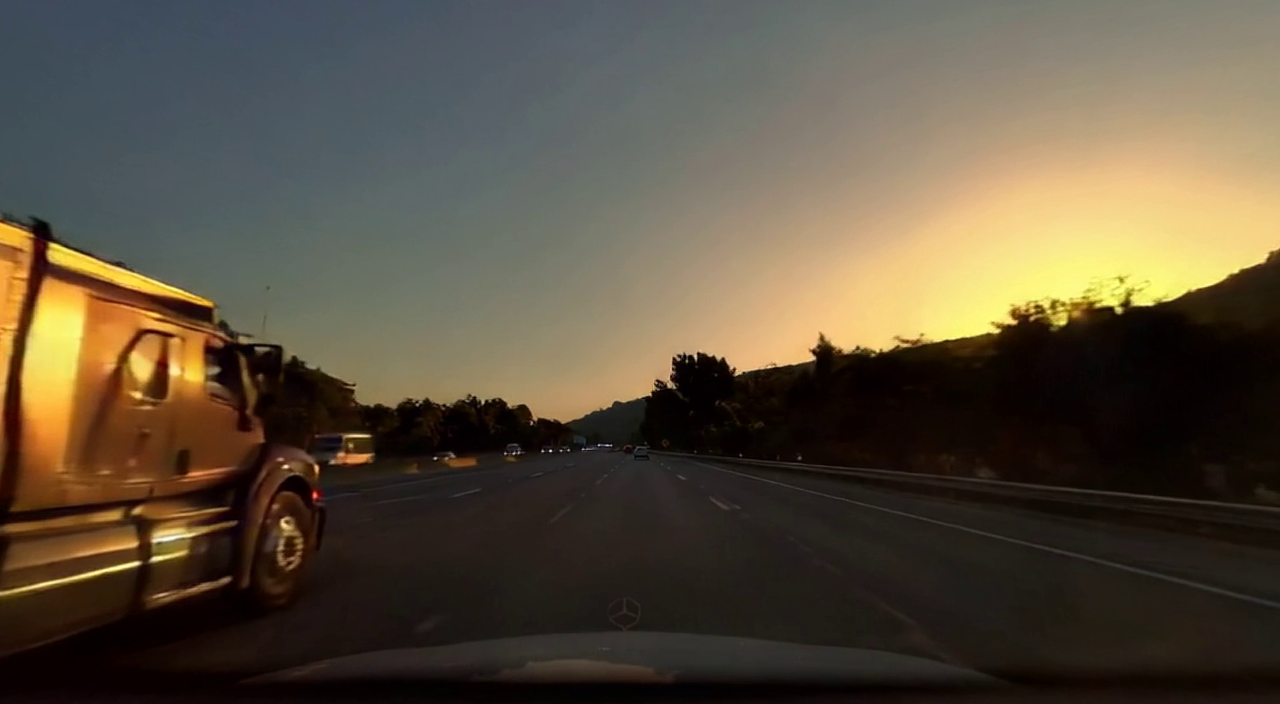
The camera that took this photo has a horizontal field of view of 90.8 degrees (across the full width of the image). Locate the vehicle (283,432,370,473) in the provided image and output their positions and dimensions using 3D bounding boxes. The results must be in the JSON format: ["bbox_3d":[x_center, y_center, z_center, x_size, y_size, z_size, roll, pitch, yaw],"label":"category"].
[{"bbox_3d":[-18.587,5.998,37.814,2.176,2.251,5.723,0,-9,0],"label":"vehicle"}]
